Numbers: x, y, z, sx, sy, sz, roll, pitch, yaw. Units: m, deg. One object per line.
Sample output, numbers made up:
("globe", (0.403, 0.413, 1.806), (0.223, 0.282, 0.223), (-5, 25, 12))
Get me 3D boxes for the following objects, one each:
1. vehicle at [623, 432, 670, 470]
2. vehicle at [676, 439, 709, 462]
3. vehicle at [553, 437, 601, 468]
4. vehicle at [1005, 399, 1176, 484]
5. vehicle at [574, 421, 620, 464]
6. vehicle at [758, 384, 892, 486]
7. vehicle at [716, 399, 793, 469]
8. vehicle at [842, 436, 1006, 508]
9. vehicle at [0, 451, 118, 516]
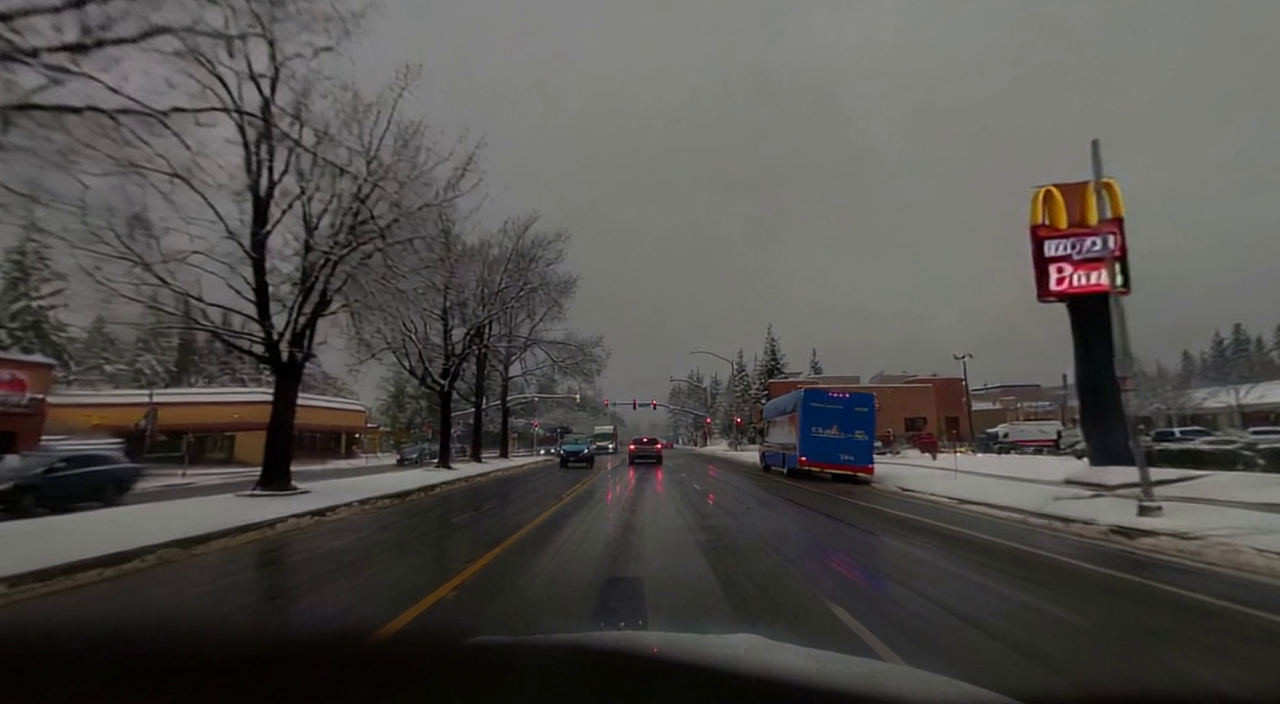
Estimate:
("vehicle", (0.349, 4.957, 31.648), (2.209, 1.718, 4.008), (-1, -8, 1))
("vehicle", (3.723, 7.061, 45.229), (2.075, 1.540, 4.411), (-1, -8, 1))
("vehicle", (-3.324, 5.411, 34.057), (2.008, 1.500, 4.369), (-1, -8, 1))
("vehicle", (13.758, 2.723, 19.155), (5.354, 2.214, 2.504), (6, -11, -36))
("vehicle", (-2.975, 6.472, 45.184), (2.715, 2.791, 7.171), (-1, -8, 1))
("vehicle", (6.870, 3.332, 24.954), (2.891, 3.361, 7.843), (-1, -8, 0))
("vehicle", (6.990, 5.349, 40.183), (2.816, 3.804, 10.315), (-2, -9, 0))
("vehicle", (6.729, 2.878, 15.641), (1.980, 1.473, 4.537), (-1, -8, 1))
("vehicle", (-15.757, 3.209, 15.606), (1.836, 1.464, 4.440), (-1, -8, 1))
